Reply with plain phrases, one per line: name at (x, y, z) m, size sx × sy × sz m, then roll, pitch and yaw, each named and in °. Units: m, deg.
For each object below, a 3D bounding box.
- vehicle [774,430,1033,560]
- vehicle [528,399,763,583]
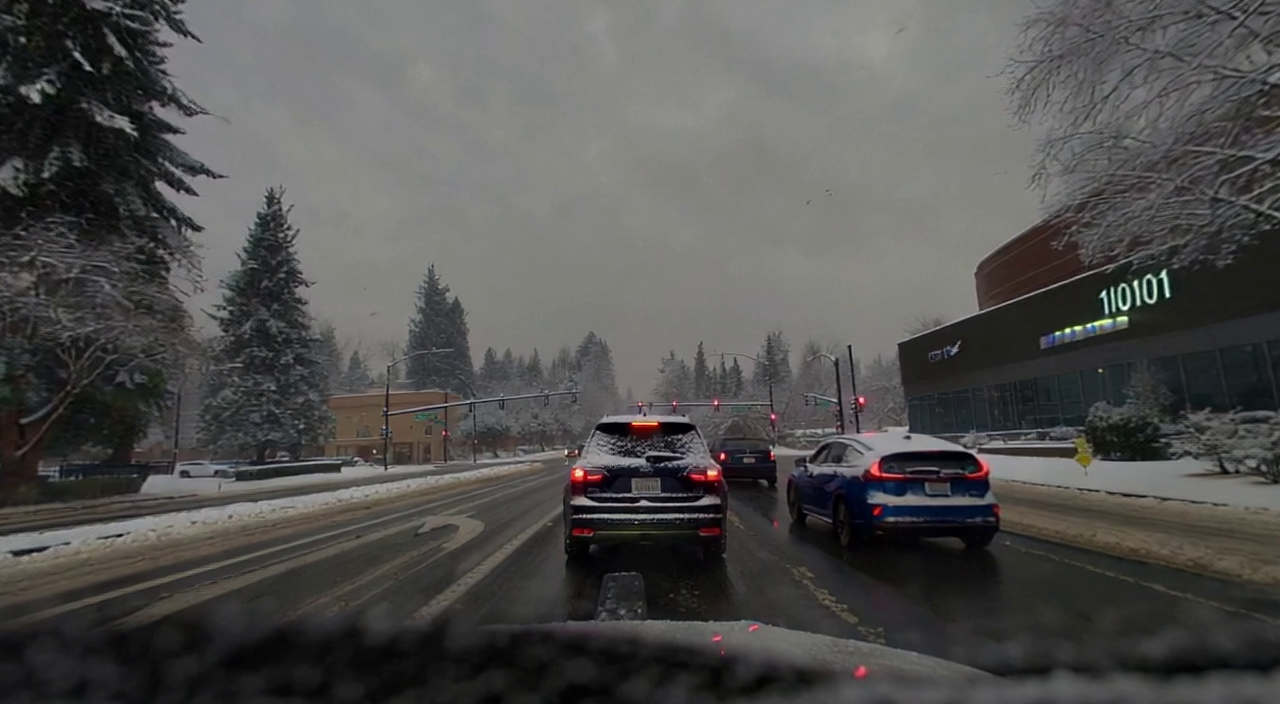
vehicle at (3.508, 1.985, 9.504) m, size 1.997 × 1.471 × 4.321 m, roll 0°, pitch -9°, yaw 0°
vehicle at (0.055, 1.656, 8.254) m, size 2.266 × 1.762 × 4.131 m, roll 0°, pitch -9°, yaw 0°
